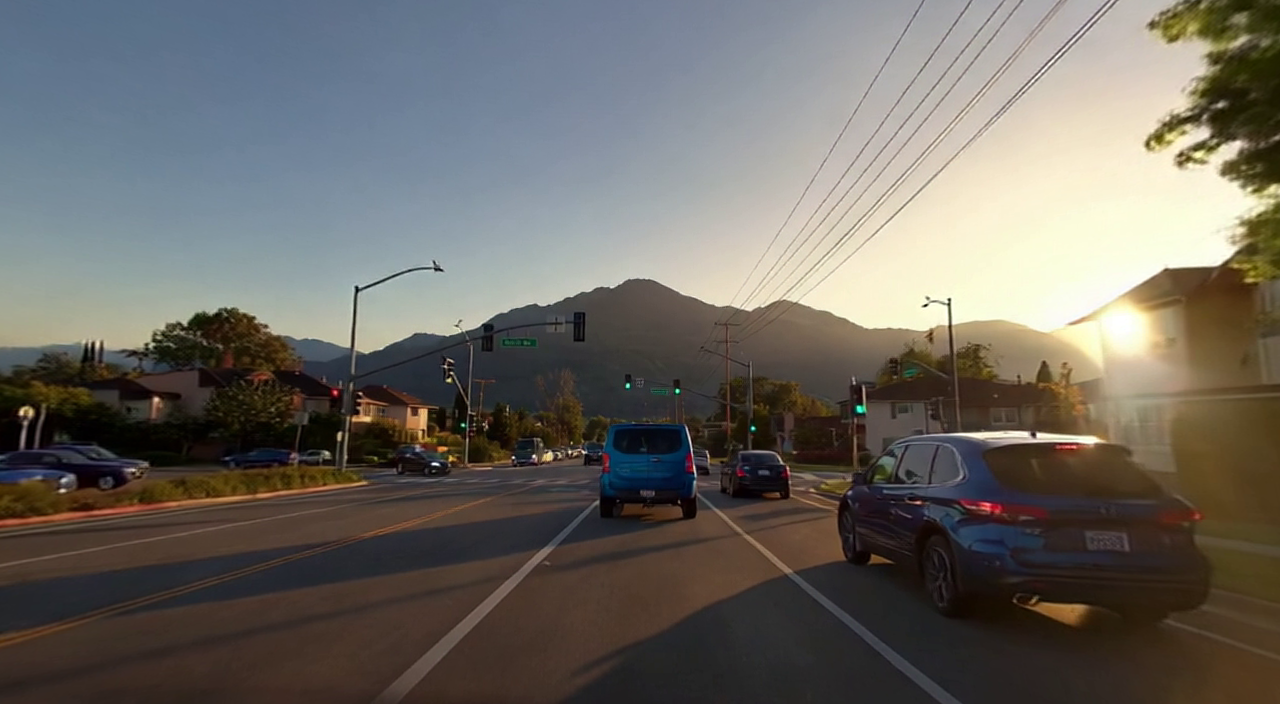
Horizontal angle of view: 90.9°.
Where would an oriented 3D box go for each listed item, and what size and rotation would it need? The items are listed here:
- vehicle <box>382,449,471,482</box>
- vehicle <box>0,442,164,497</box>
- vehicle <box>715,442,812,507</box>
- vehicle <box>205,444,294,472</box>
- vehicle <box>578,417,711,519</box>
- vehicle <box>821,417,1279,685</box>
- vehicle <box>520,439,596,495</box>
[{"bbox_3d":[-11.088,5.804,32.576,4.644,1.533,2.005,-6,-11,36],"label":"vehicle"},{"bbox_3d":[-20.423,4.277,23.407,1.996,1.809,4.699,1,-8,-5],"label":"vehicle"},{"bbox_3d":[3.476,3.512,18.581,1.957,1.646,4.355,0,-8,0],"label":"vehicle"},{"bbox_3d":[-25.192,6.815,40.717,4.428,1.738,1.886,0,-8,0],"label":"vehicle"},{"bbox_3d":[0.100,2.698,15.158,2.636,2.011,5.130,0,-8,0],"label":"vehicle"},{"bbox_3d":[3.591,1.600,6.374,2.155,1.658,4.721,0,-8,1],"label":"vehicle"},{"bbox_3d":[-2.790,4.034,22.539,2.059,1.749,4.458,0,-8,1],"label":"vehicle"}]
